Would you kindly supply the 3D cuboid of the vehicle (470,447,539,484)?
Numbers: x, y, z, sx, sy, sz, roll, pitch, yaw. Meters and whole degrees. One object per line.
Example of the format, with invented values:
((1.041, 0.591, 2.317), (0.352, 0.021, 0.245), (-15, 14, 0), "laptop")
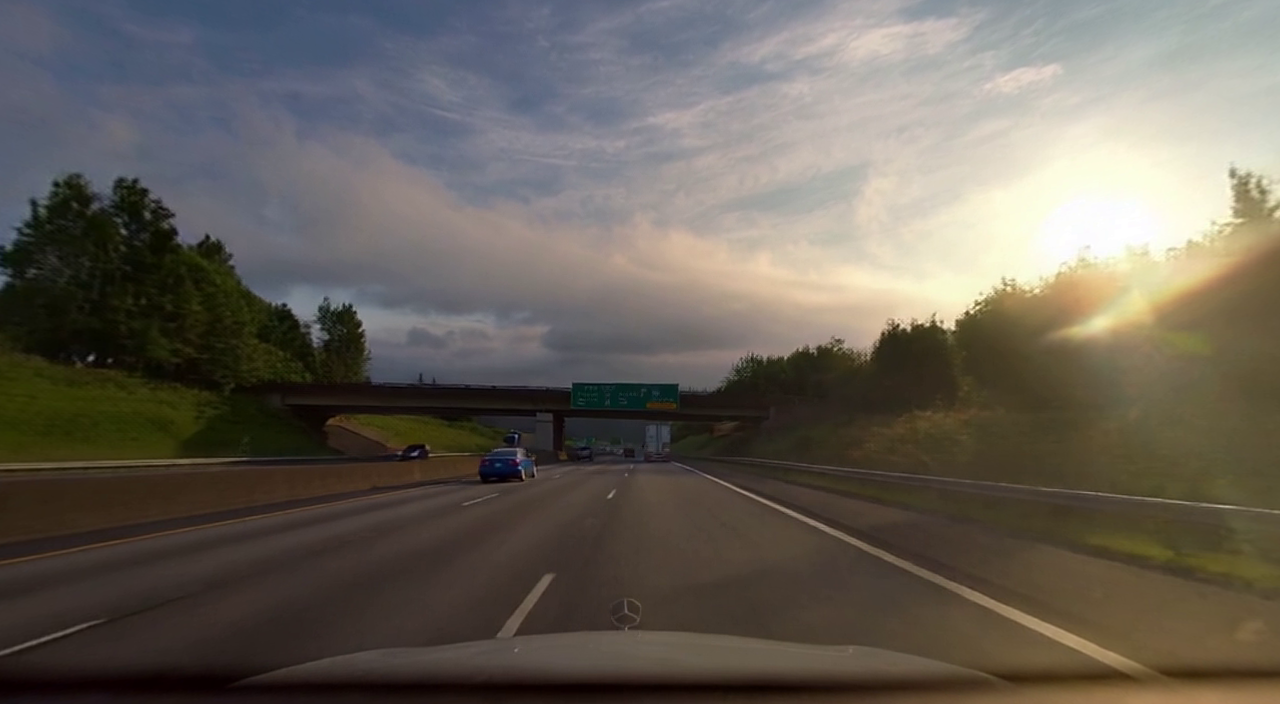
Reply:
((-6.039, 5.096, 28.701), (2.038, 1.489, 4.603), (-1, -9, 1), "vehicle")
